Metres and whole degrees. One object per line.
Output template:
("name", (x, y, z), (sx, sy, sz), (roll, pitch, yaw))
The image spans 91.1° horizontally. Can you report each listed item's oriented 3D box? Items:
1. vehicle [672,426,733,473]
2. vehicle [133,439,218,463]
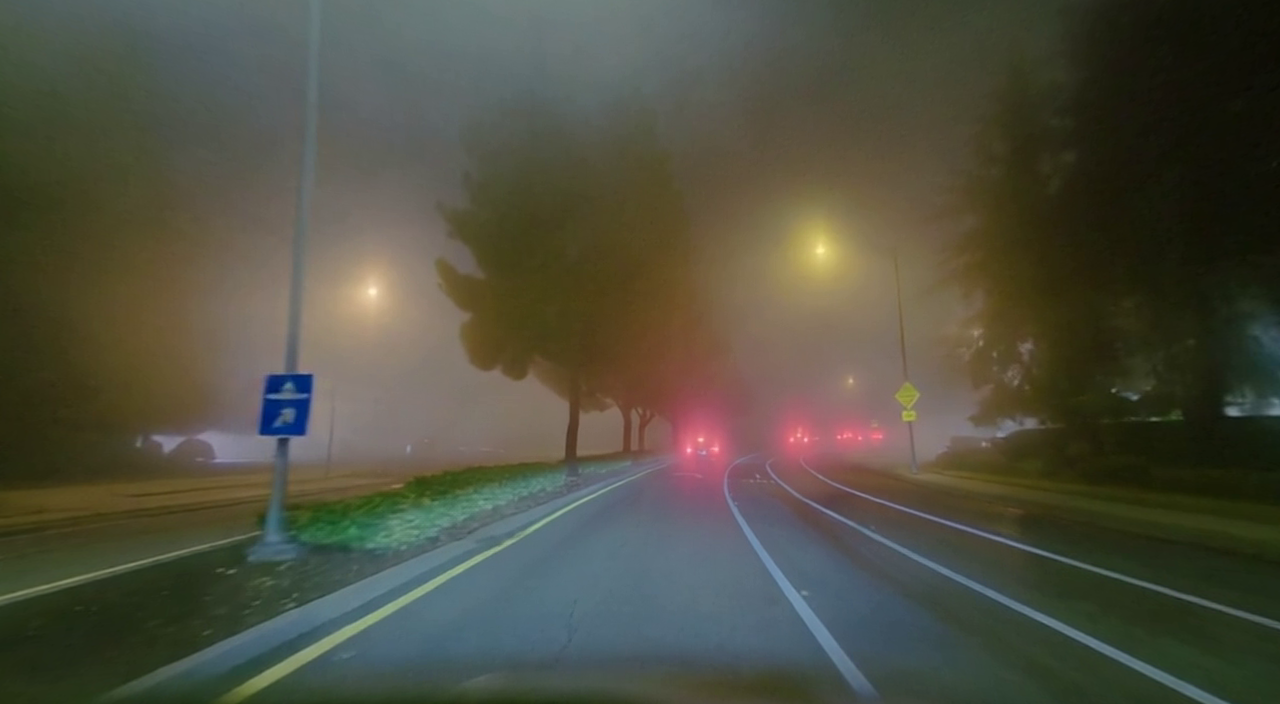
("vehicle", (3.003, 4.483, 29.001), (2.371, 1.926, 5.615), (-1, -9, 10))
("vehicle", (-35.999, 7.680, 48.778), (4.636, 1.790, 2.178), (2, -9, -13))
